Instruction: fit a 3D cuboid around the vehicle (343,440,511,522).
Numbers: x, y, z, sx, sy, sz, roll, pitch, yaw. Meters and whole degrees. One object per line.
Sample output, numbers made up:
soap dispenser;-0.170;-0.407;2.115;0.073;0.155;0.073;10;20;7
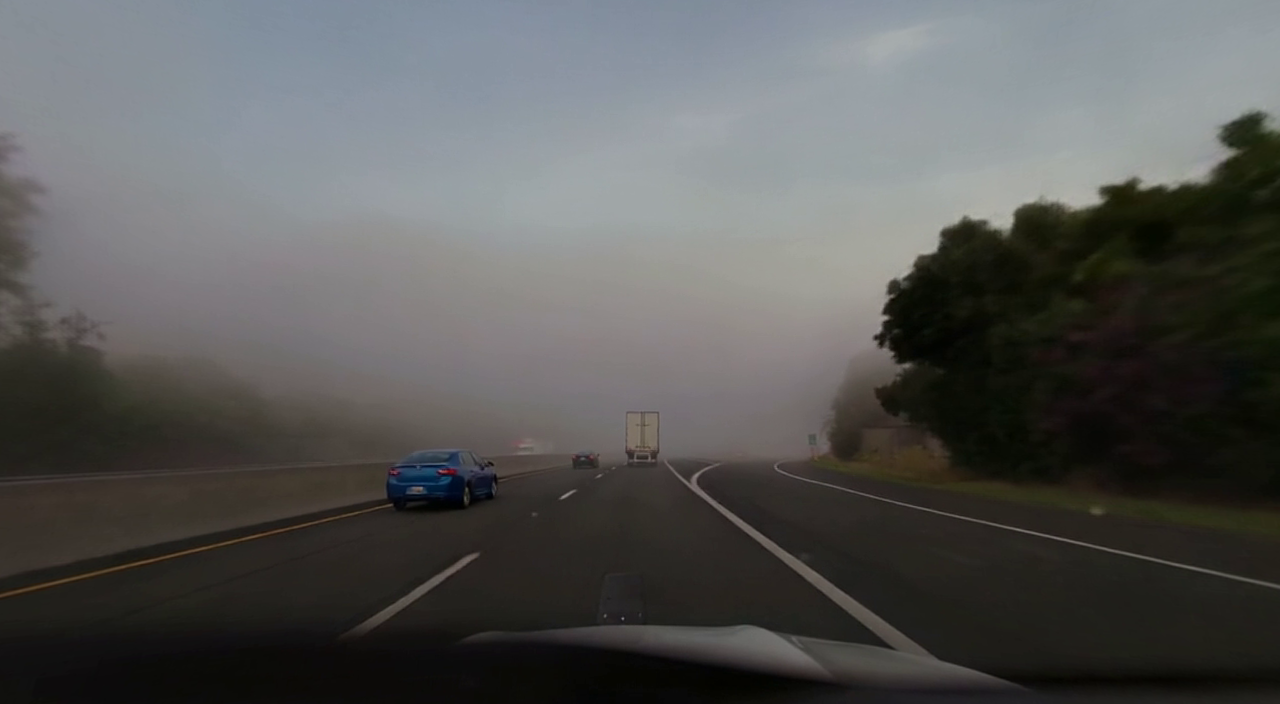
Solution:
vehicle;-4.280;2.660;13.536;2.010;1.461;4.391;0;-9;1

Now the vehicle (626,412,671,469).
vehicle;0.599;6.406;44.978;2.893;3.628;9.081;0;-9;1

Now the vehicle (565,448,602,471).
vehicle;-3.669;7.044;41.583;1.981;1.435;4.199;0;-9;1
